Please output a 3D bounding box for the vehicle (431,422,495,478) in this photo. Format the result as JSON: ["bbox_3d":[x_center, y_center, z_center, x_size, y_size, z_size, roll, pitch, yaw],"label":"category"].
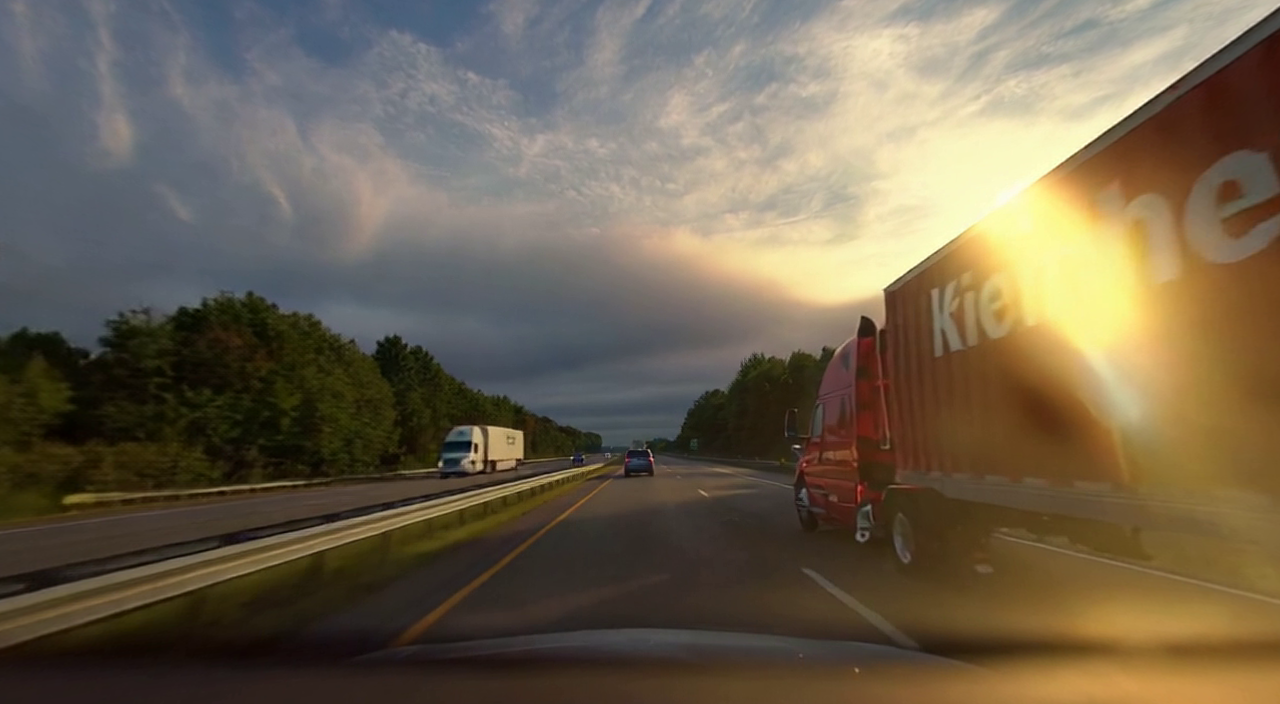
[{"bbox_3d":[-13.333,7.461,47.996,3.008,3.963,5.909,0,-9,1],"label":"vehicle"}]

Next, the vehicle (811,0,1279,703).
[{"bbox_3d":[4.326,-0.075,3.723,3.030,3.985,12.707,0,-9,0],"label":"vehicle"}]

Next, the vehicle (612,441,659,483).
[{"bbox_3d":[-0.221,5.270,30.450,2.105,1.865,4.102,0,-9,0],"label":"vehicle"}]
